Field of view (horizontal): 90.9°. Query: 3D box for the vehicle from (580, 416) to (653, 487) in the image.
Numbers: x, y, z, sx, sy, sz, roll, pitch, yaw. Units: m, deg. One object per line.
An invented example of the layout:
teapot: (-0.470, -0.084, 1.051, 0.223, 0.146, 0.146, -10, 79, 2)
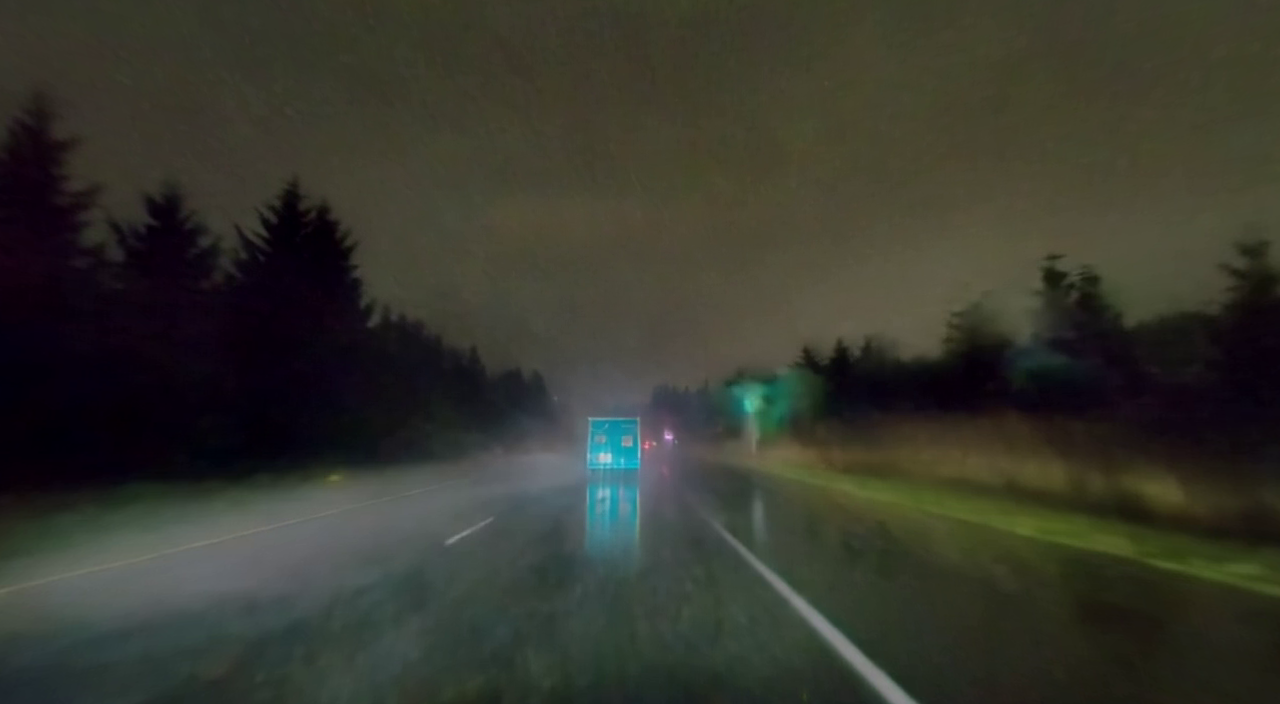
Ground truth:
vehicle: (-0.764, 3.437, 21.933, 2.248, 2.154, 4.892, 0, -8, -1)
